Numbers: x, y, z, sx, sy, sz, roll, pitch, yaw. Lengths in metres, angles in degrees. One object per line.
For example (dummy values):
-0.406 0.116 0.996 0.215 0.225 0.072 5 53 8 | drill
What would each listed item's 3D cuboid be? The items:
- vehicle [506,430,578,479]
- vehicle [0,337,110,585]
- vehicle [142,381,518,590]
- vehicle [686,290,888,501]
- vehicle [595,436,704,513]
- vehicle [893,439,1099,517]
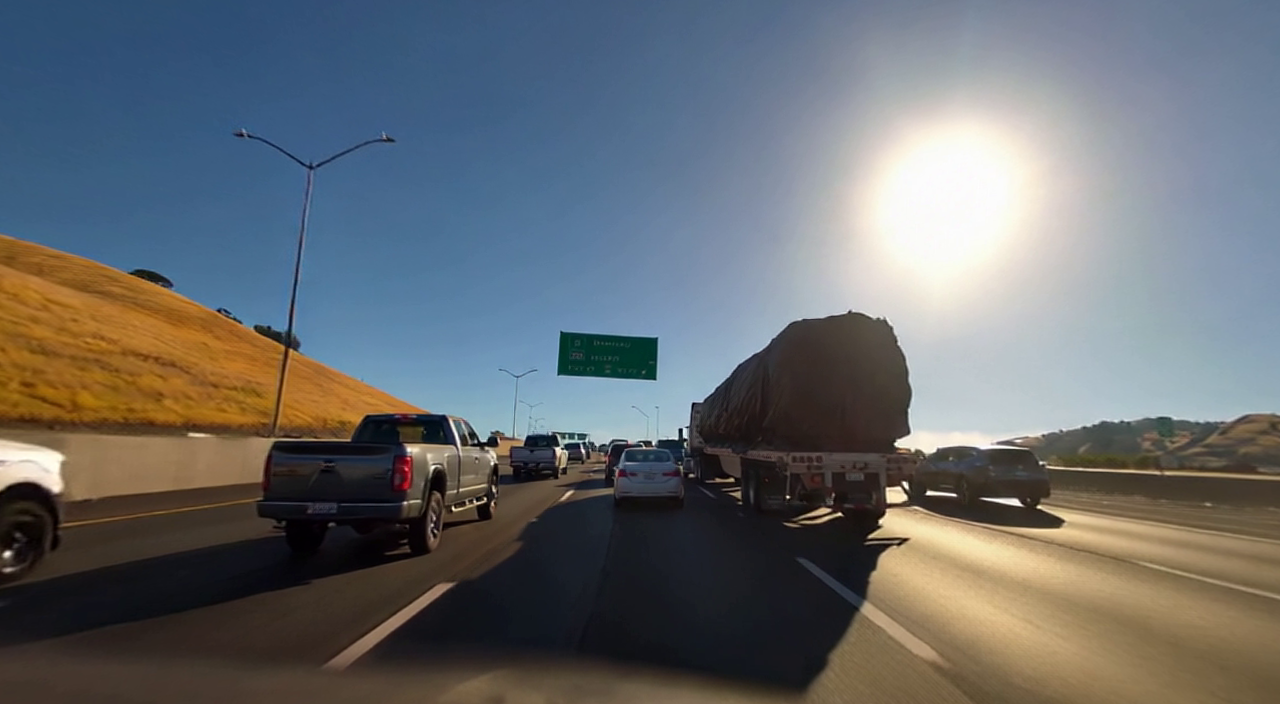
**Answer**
-3.933 4.197 26.173 2.348 1.821 5.061 0 -8 -2 | vehicle
-7.559 0.666 3.454 3.150 2.303 7.133 0 -8 -1 | vehicle
-3.351 1.603 8.515 2.318 1.902 5.374 0 -8 0 | vehicle
3.199 1.580 17.640 2.759 4.098 10.906 0 -8 -1 | vehicle
0.137 2.658 14.206 2.105 1.471 3.978 0 -8 -1 | vehicle
7.748 2.739 14.332 2.092 1.495 4.194 0 -8 -2 | vehicle
